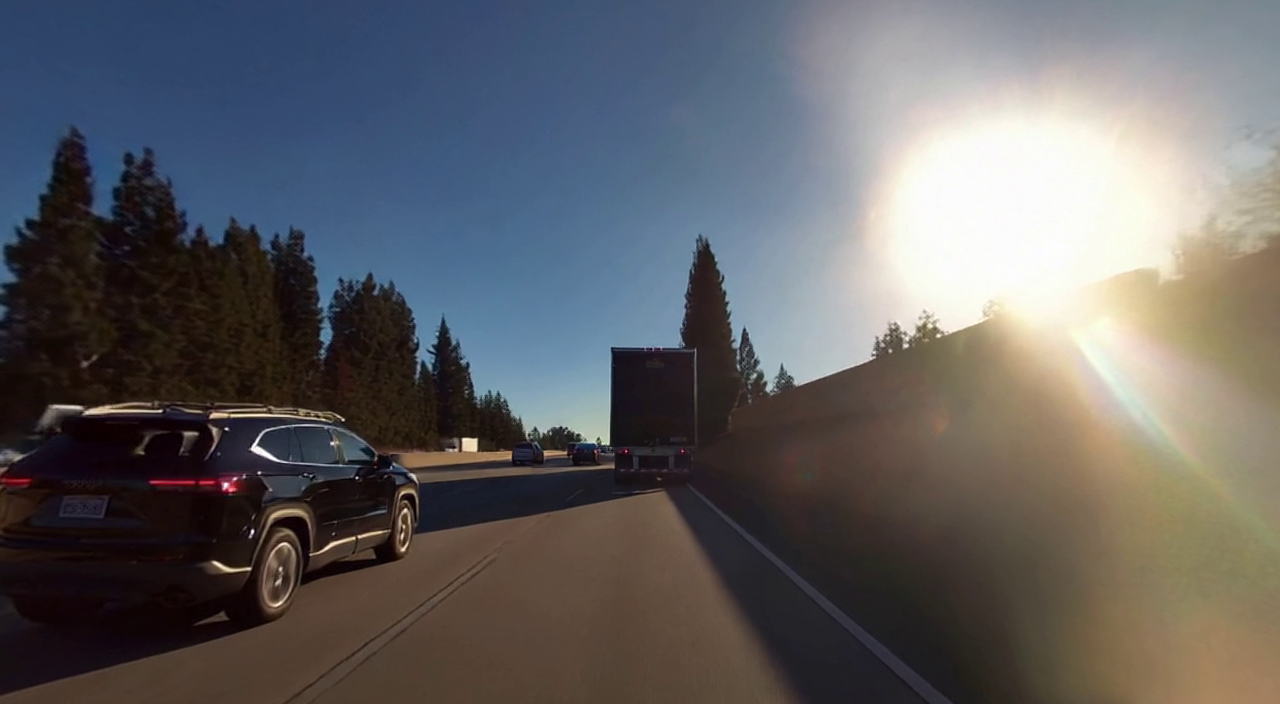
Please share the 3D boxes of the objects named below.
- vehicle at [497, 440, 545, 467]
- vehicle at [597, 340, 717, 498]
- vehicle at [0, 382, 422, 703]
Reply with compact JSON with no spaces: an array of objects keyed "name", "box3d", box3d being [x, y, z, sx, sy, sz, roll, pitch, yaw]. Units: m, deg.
[{"name":"vehicle","box3d":[-6.894,5.951,37.108,1.882,1.451,4.416,0,-9,1]},{"name":"vehicle","box3d":[0.411,2.397,20.638,2.870,3.841,10.653,0,-9,0]},{"name":"vehicle","box3d":[-3.751,1.311,5.503,2.077,1.671,4.249,0,-9,1]}]
